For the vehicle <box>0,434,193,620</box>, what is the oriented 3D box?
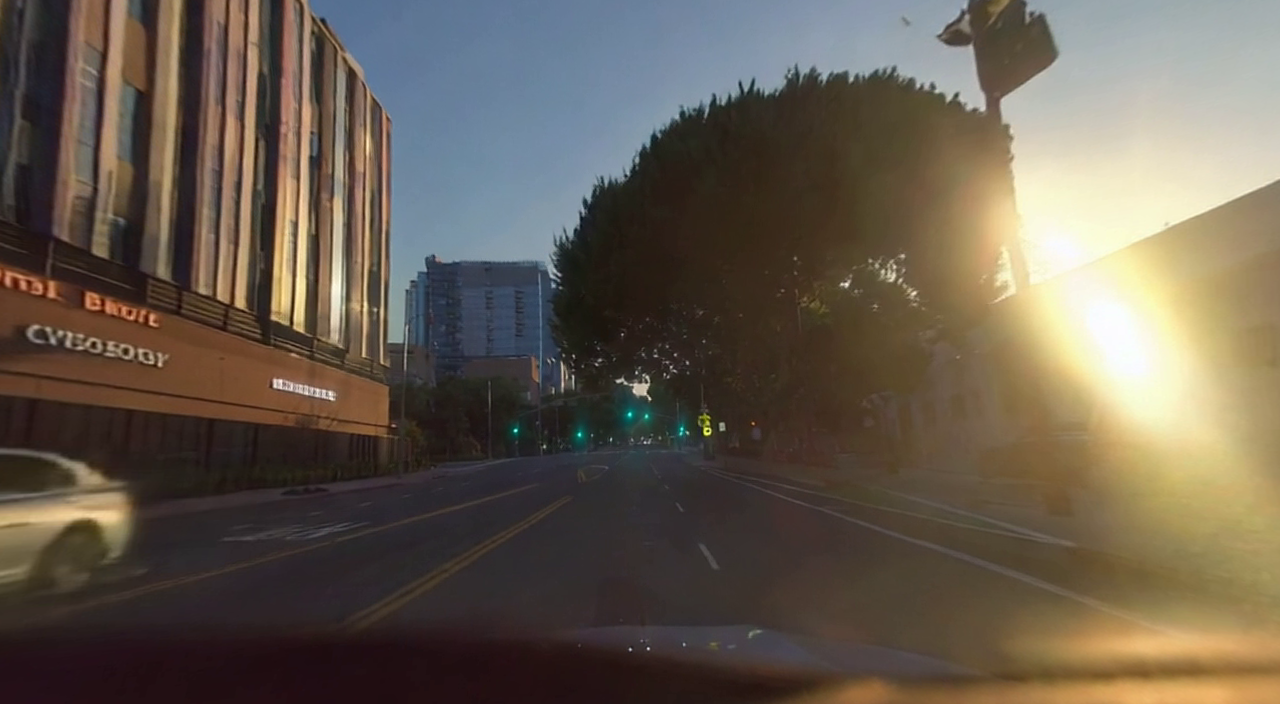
[{"bbox_3d":[-6.472,1.455,5.128,2.037,1.563,4.754,-1,-8,3],"label":"vehicle"}]
